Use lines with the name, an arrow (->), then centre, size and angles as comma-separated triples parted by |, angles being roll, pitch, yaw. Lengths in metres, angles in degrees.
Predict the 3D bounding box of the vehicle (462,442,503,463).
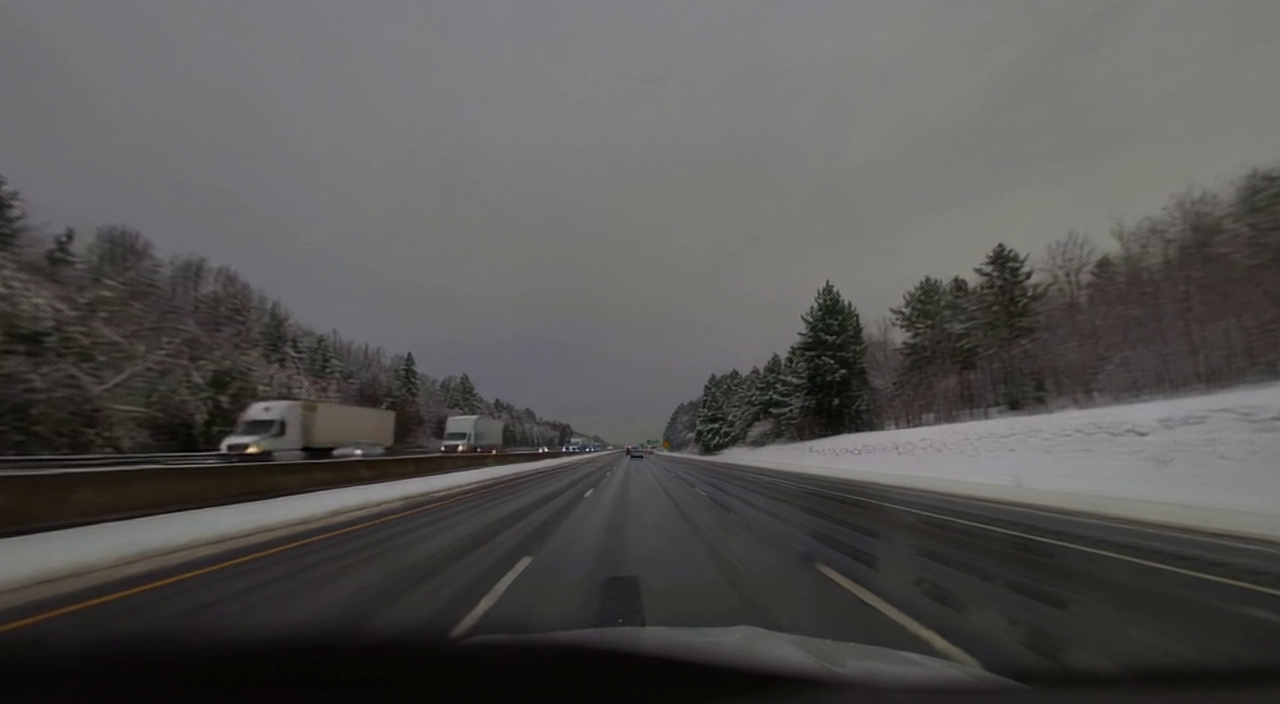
vehicle -> -11.770, 7.545, 47.320 | 1.992, 1.503, 4.414 | 0, -9, -1

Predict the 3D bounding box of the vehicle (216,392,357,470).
vehicle -> -19.305, 4.497, 35.273 | 3.262, 3.832, 7.945 | 0, -9, -1

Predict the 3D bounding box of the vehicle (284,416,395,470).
vehicle -> -15.278, 4.730, 32.694 | 2.524, 2.474, 6.600 | 0, -9, 0
